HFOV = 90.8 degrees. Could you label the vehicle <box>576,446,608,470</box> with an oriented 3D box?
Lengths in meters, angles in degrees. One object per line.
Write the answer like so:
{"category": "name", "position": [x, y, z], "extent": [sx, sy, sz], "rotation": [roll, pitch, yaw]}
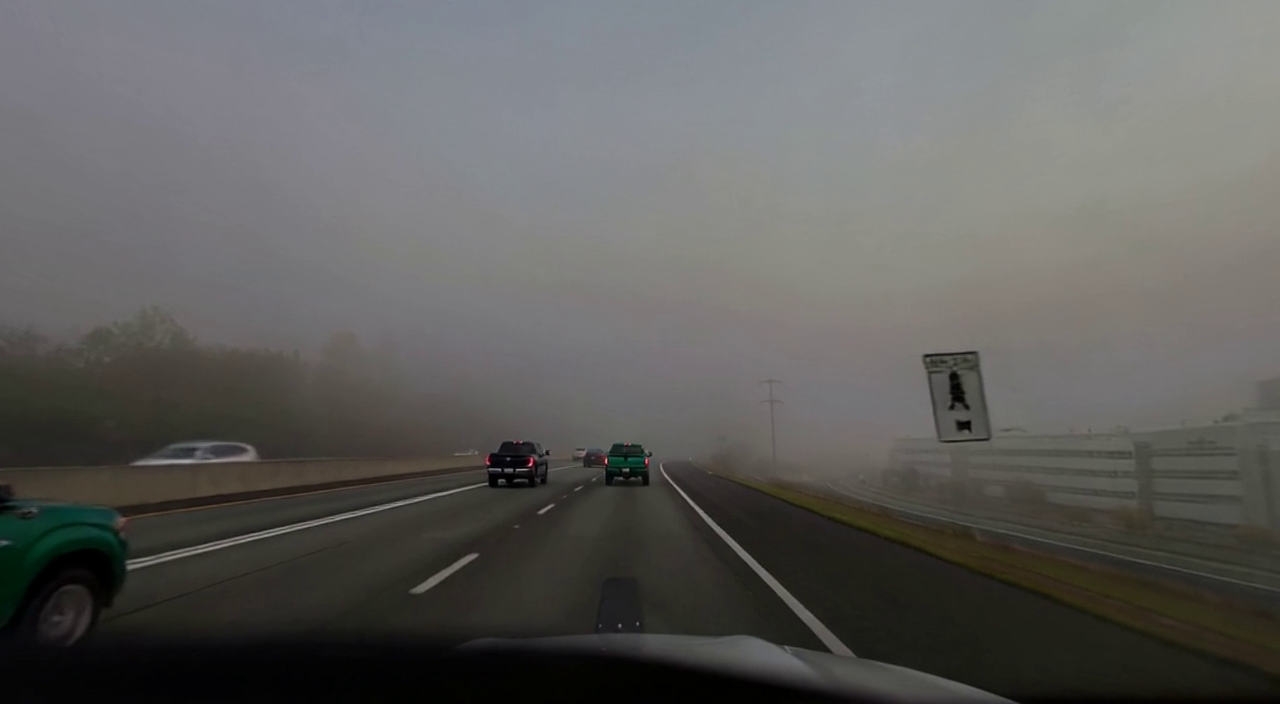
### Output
{"category": "vehicle", "position": [-3.743, 8.308, 49.904], "extent": [1.991, 1.776, 4.333], "rotation": [0, -8, 2]}

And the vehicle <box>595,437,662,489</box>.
{"category": "vehicle", "position": [-0.342, 4.136, 23.911], "extent": [2.293, 1.753, 4.380], "rotation": [0, -8, 1]}

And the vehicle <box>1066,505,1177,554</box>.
{"category": "vehicle", "position": [22.471, 8.277, 29.744], "extent": [1.956, 1.594, 4.425], "rotation": [0, -8, 5]}

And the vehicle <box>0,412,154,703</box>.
{"category": "vehicle", "position": [-4.111, 0.845, 1.803], "extent": [1.936, 1.470, 4.402], "rotation": [0, -8, 0]}

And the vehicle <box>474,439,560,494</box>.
{"category": "vehicle", "position": [-4.242, 4.038, 22.779], "extent": [2.038, 1.704, 5.181], "rotation": [0, -8, 0]}
